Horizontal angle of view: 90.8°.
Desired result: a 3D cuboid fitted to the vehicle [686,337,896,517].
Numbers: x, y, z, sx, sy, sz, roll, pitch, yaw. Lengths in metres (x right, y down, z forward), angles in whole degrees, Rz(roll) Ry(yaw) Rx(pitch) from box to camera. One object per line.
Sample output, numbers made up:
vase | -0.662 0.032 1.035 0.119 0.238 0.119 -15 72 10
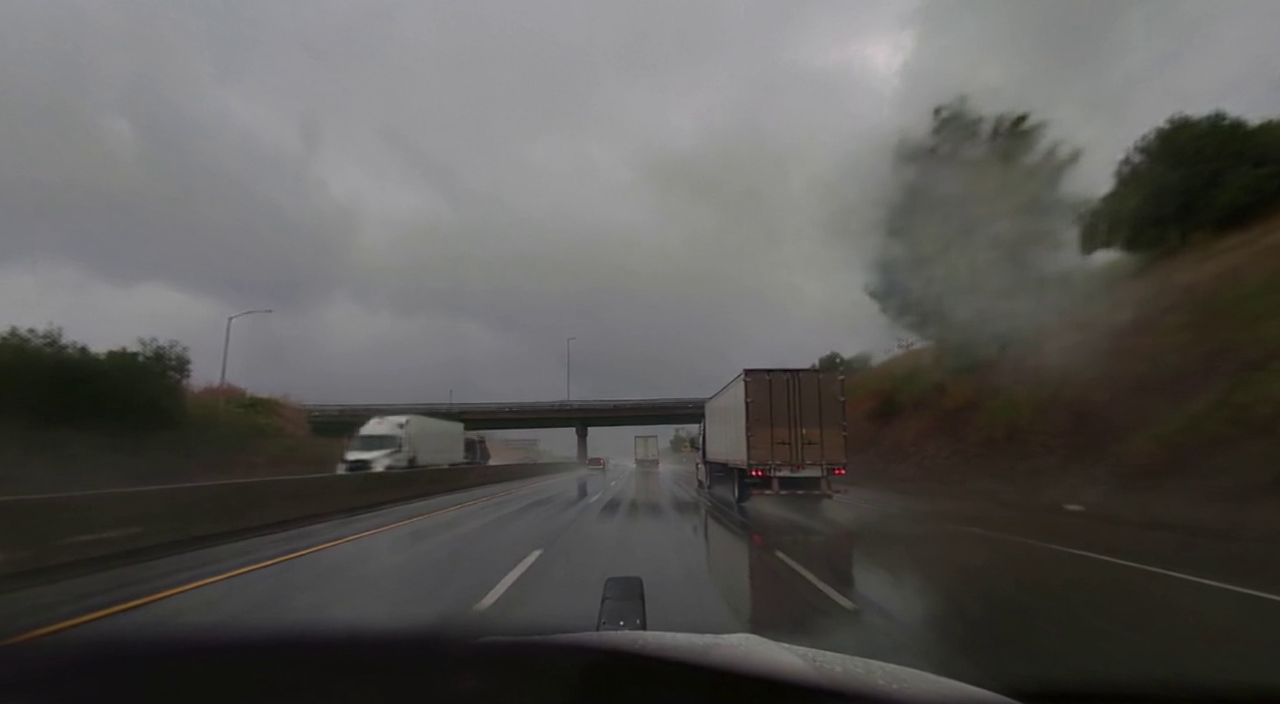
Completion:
vehicle | 3.961 2.920 22.500 3.131 4.037 16.729 0 -9 -1

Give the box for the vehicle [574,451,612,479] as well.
vehicle | -2.906 7.048 39.646 2.007 1.647 3.854 0 -9 1

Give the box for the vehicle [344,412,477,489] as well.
vehicle | -14.662 6.648 42.794 2.885 4.151 16.611 0 -9 0
